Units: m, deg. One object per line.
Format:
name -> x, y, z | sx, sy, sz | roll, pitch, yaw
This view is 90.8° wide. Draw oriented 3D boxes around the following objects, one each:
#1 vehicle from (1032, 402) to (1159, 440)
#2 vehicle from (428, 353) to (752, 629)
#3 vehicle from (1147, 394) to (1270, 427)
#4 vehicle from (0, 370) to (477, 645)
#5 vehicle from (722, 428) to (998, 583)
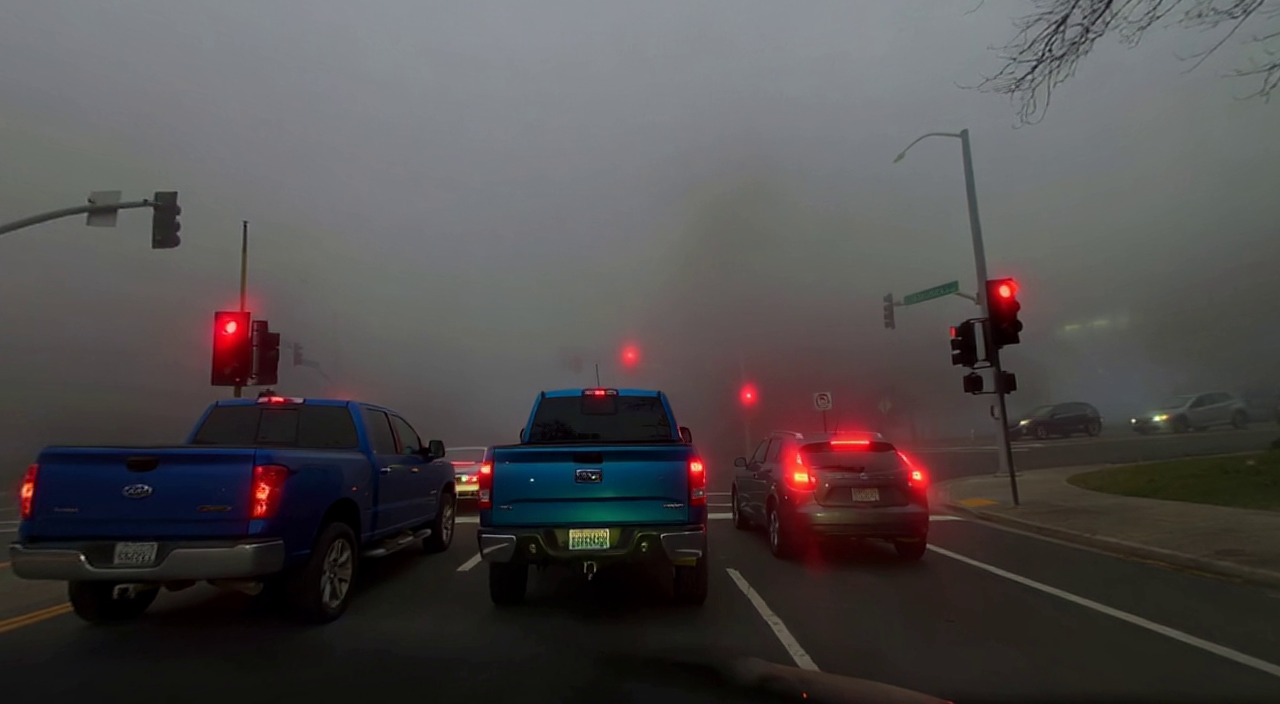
vehicle -> 23.314, 3.585, 32.482 | 4.721, 1.866, 2.188 | 0, -9, 2
vehicle -> -0.374, 1.311, 6.788 | 2.282, 1.964, 4.421 | 0, -9, -1
vehicle -> 29.310, 3.047, 32.666 | 4.540, 1.543, 1.803 | 0, -9, 1
vehicle -> -3.460, 1.419, 6.889 | 2.146, 1.828, 5.148 | 0, -9, -2
vehicle -> 2.410, 1.809, 8.329 | 2.016, 1.481, 4.336 | 0, -9, -1
